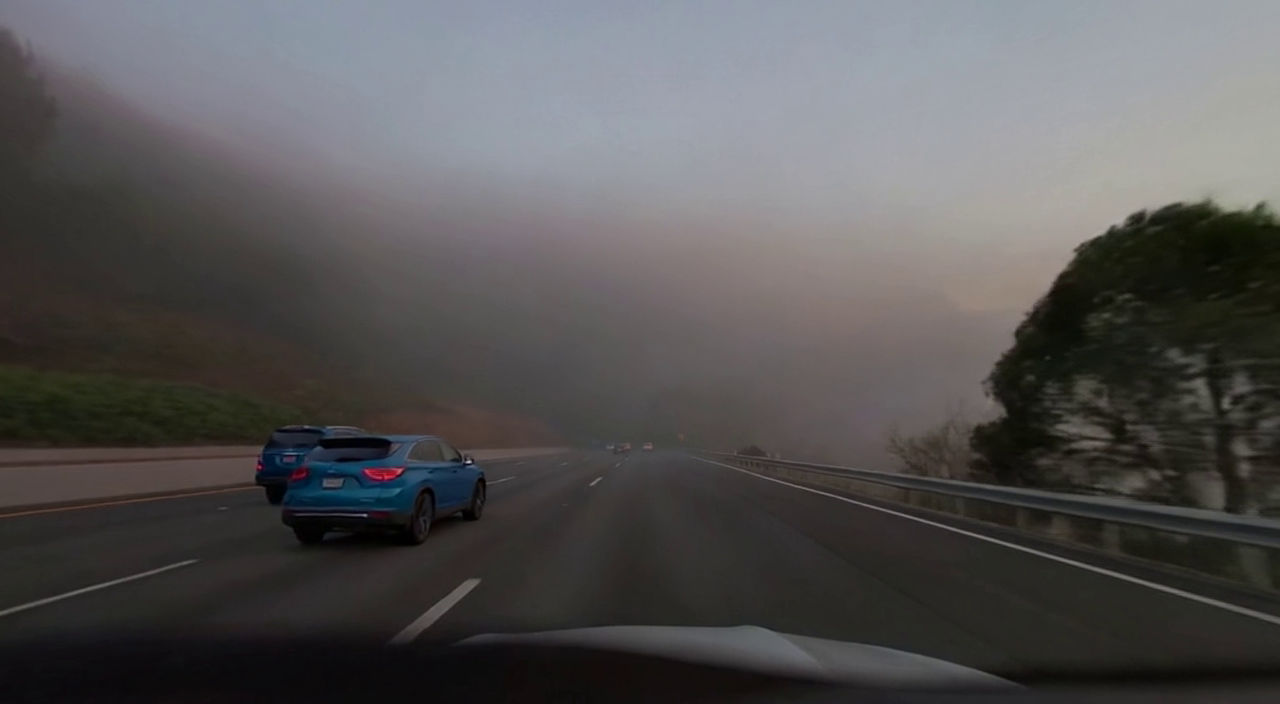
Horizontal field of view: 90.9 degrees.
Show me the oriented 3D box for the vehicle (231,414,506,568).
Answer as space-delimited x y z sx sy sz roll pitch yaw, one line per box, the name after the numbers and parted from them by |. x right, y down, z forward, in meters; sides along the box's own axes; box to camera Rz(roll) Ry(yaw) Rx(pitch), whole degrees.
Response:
-3.411 1.833 9.061 1.983 1.663 4.290 0 -9 1 | vehicle
